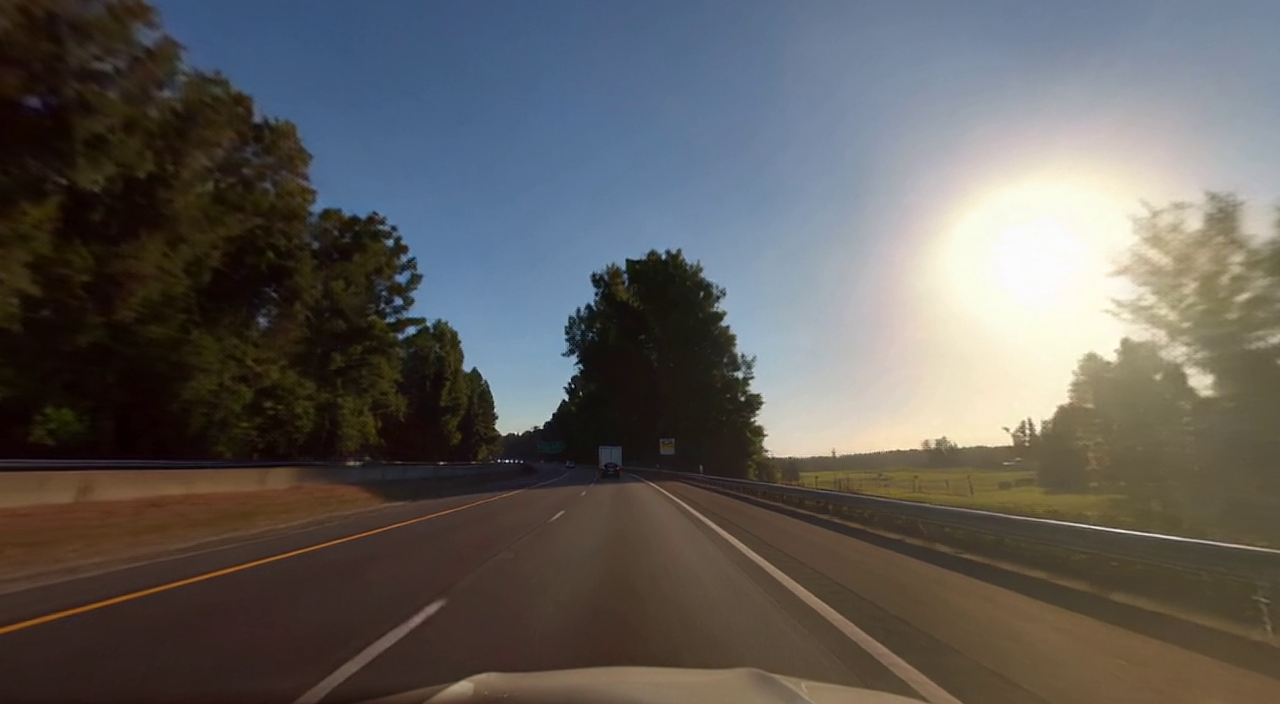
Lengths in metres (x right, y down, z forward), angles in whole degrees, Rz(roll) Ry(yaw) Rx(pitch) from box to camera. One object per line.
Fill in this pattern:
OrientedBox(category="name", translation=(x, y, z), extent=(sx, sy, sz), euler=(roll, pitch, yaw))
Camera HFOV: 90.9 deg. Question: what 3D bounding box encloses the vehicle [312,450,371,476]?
OrientedBox(category="vehicle", translation=(-17.840, 6.692, 37.861), extent=(1.755, 1.425, 3.768), euler=(1, -10, -1))
